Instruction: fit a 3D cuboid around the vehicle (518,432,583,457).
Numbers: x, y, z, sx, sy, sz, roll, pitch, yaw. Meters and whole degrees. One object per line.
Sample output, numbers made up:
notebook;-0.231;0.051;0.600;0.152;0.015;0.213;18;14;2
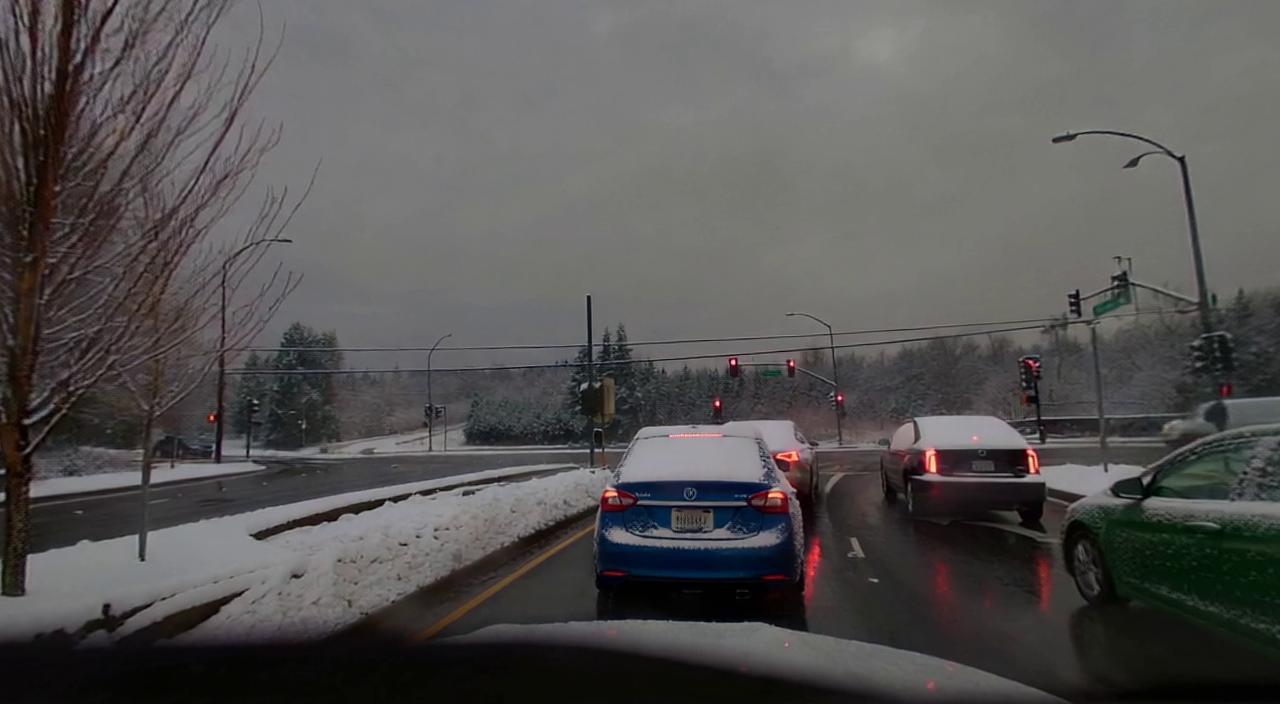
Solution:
vehicle;-5.968;6.105;41.545;1.932;1.573;4.509;8;-12;-44

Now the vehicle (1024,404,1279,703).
vehicle;4.249;1.055;3.364;1.954;1.508;4.441;-1;-8;6

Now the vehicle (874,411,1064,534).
vehicle;5.542;2.043;11.286;2.102;1.717;4.373;-2;-9;16

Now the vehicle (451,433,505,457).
vehicle;-12.467;7.116;48.195;1.972;1.705;4.457;8;-11;-44

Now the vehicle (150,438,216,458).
vehicle;-35.388;7.433;48.629;1.652;1.433;3.733;-7;-11;40

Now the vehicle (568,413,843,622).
vehicle;0.850;1.498;6.692;2.052;1.483;3.928;-2;-8;12
